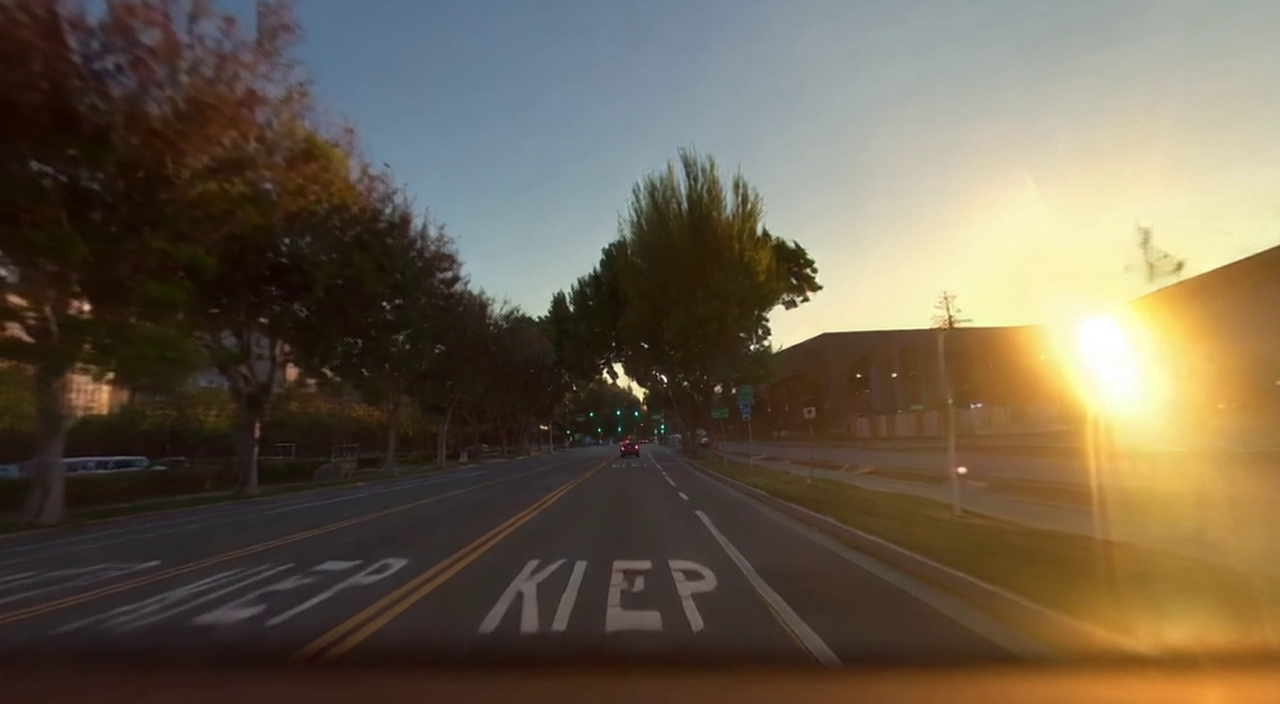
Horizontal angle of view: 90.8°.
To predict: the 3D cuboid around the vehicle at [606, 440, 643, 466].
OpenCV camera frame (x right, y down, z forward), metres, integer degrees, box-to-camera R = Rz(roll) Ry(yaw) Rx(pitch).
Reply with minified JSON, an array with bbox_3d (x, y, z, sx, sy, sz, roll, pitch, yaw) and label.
[{"bbox_3d":[-0.963,6.063,38.300,2.131,1.474,4.146,1,-8,-2],"label":"vehicle"}]
